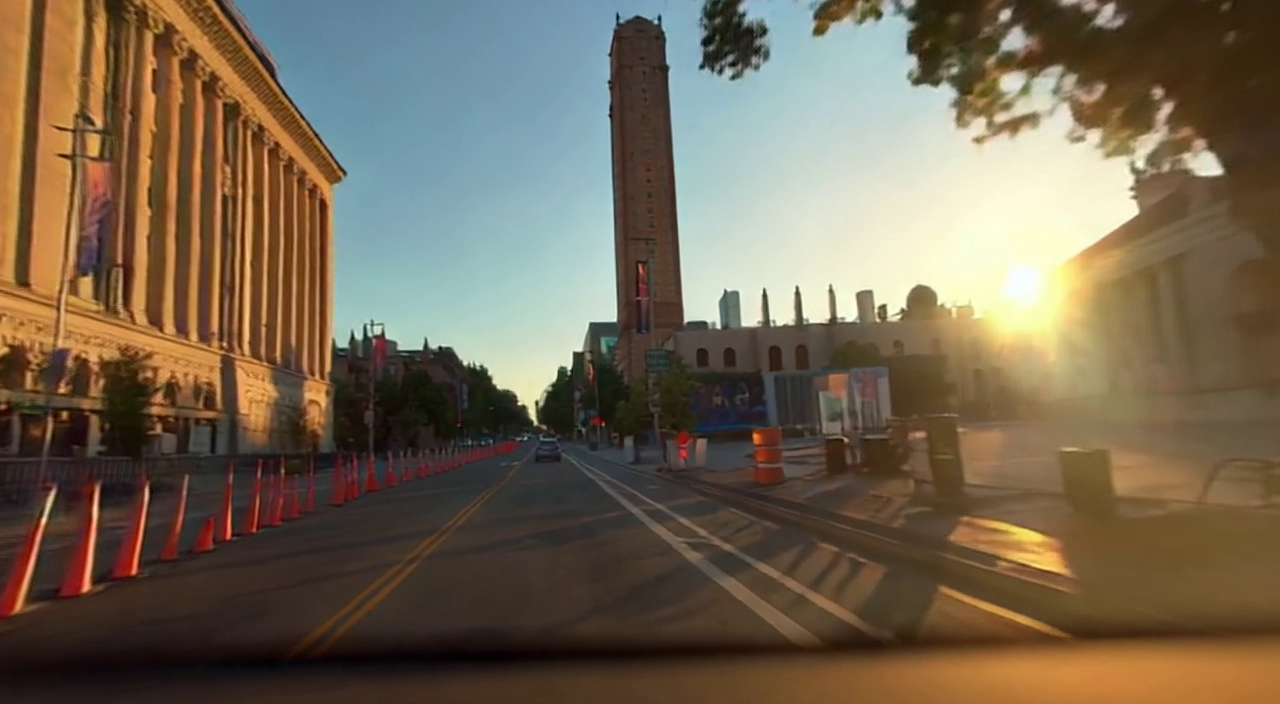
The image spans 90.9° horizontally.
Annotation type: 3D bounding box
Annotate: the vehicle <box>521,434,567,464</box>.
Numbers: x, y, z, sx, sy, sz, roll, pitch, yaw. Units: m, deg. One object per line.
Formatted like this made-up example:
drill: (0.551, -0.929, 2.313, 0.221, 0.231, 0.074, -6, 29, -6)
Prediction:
vehicle: (-5.123, 5.145, 33.620, 2.216, 1.492, 4.725, 2, -8, -9)
